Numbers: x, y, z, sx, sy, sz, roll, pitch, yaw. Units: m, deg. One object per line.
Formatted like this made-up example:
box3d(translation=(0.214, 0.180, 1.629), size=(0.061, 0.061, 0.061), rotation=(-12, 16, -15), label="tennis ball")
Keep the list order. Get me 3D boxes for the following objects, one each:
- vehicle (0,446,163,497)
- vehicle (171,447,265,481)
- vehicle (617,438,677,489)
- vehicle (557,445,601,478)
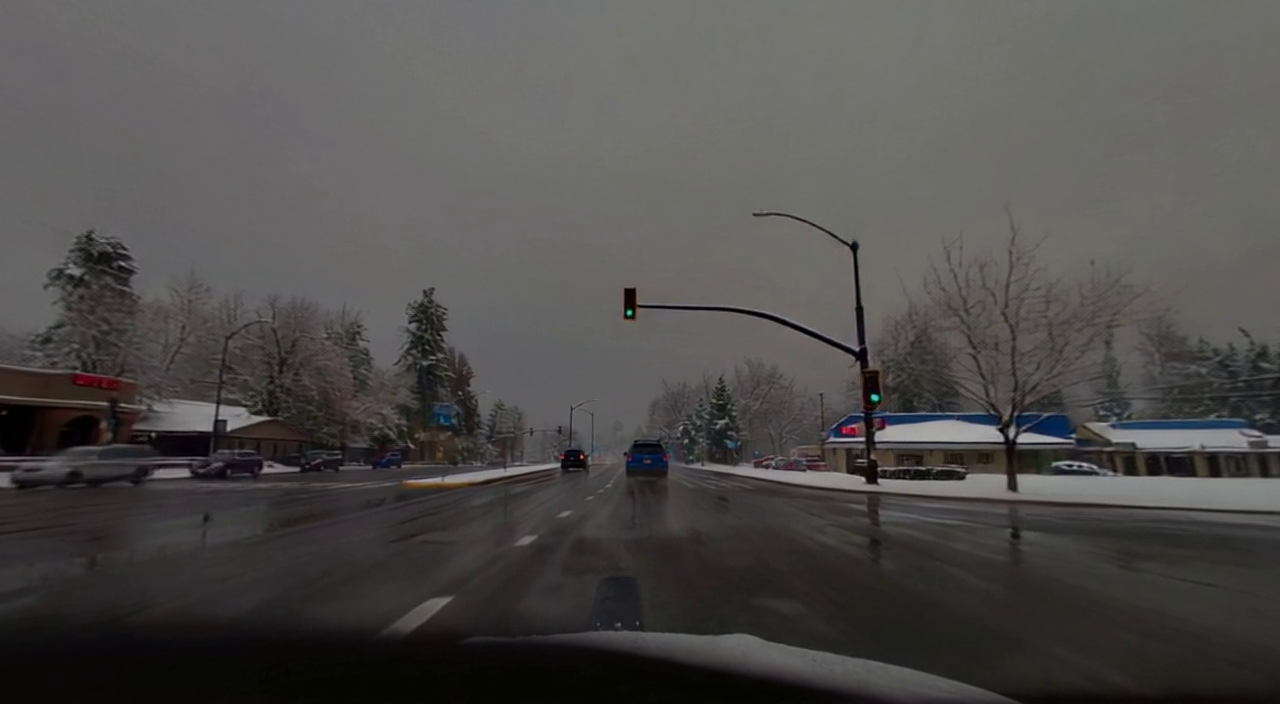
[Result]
box3d(translation=(-19.718, 4.118, 22.304), size=(1.948, 1.586, 4.962), rotation=(0, -9, -2), label="vehicle")
box3d(translation=(-25.519, 6.758, 38.521), size=(2.182, 1.906, 5.364), rotation=(0, -9, -2), label="vehicle")
box3d(translation=(0.229, 4.586, 26.404), size=(2.273, 1.909, 5.075), rotation=(0, -9, -1), label="vehicle")
box3d(translation=(-3.564, 6.504, 37.851), size=(2.202, 1.856, 4.516), rotation=(0, -9, 0), label="vehicle")
